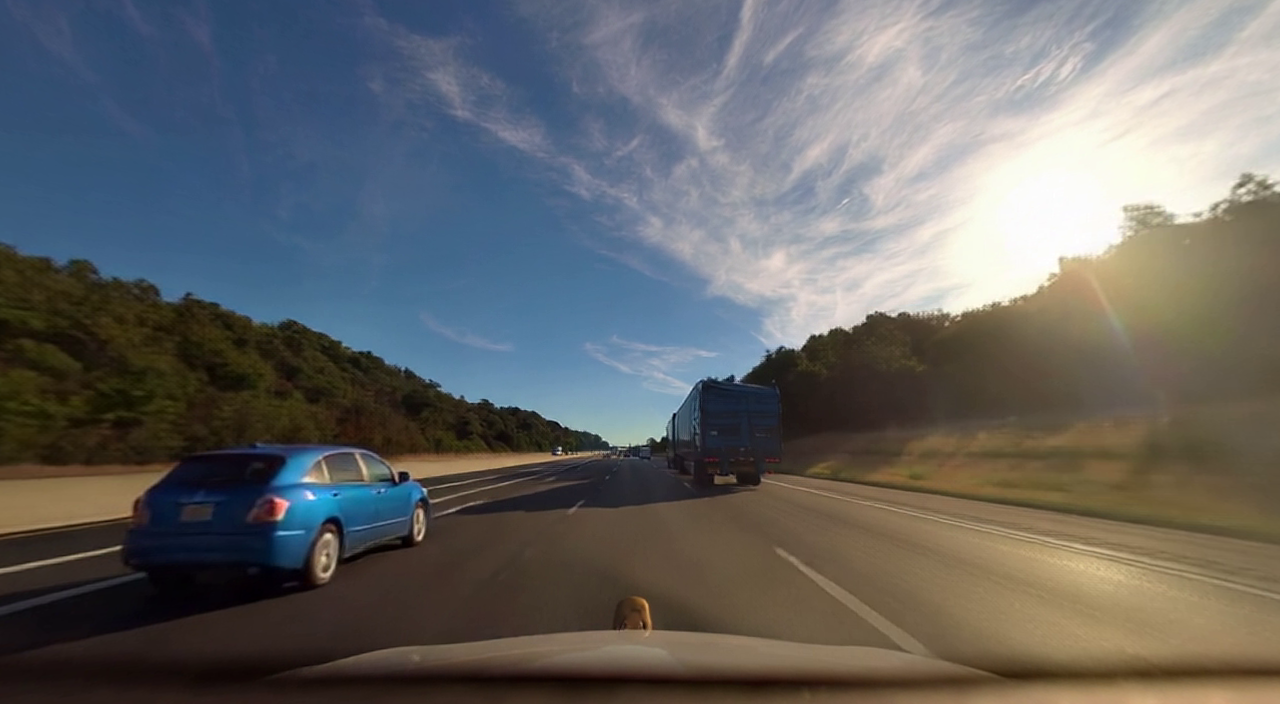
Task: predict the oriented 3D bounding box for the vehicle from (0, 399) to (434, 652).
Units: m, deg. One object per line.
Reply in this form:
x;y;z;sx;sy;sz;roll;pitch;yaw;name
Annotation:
-3.902;1.497;6.401;2.115;1.670;4.261;0;-9;1;vehicle

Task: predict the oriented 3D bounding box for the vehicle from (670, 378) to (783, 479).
4.029;4.592;35.349;3.532;4.201;17.611;0;-9;-1;vehicle
